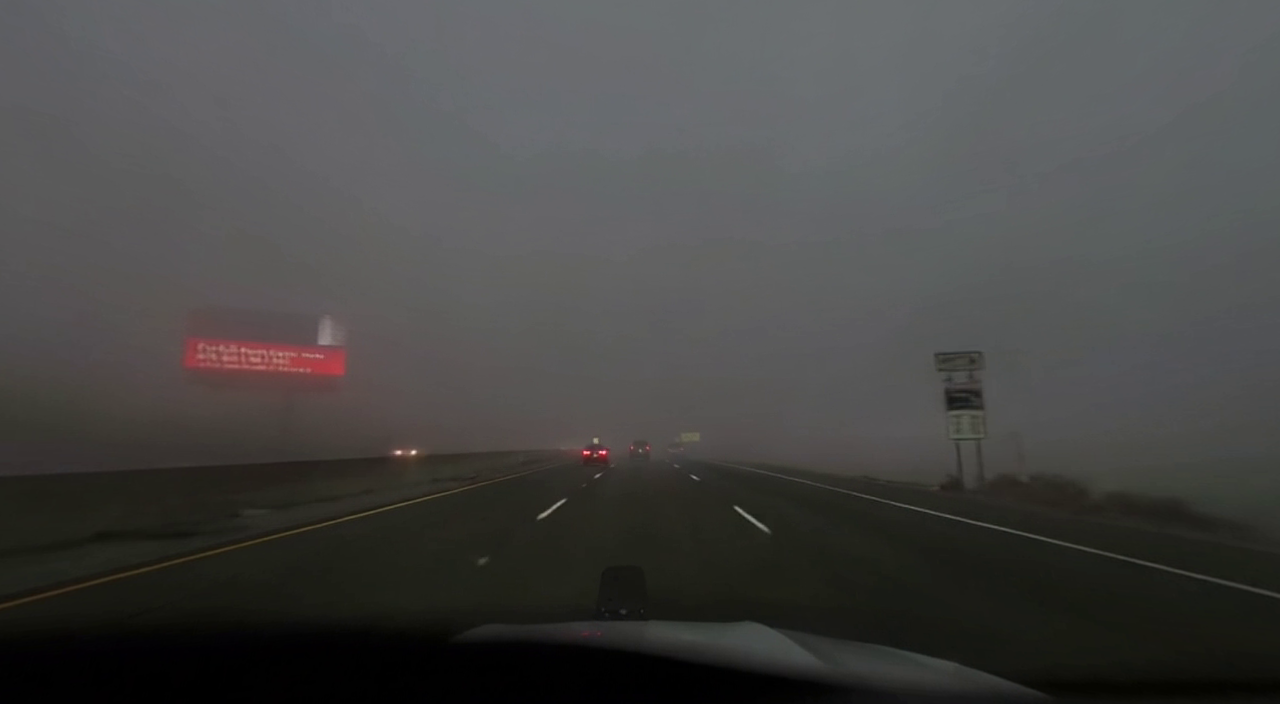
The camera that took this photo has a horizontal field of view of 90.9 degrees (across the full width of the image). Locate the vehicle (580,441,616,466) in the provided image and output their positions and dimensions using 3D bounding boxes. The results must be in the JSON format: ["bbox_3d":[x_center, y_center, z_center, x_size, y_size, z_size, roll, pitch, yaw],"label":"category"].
[{"bbox_3d":[-3.039,7.467,46.596,2.319,1.738,4.355,0,-8,0],"label":"vehicle"}]
